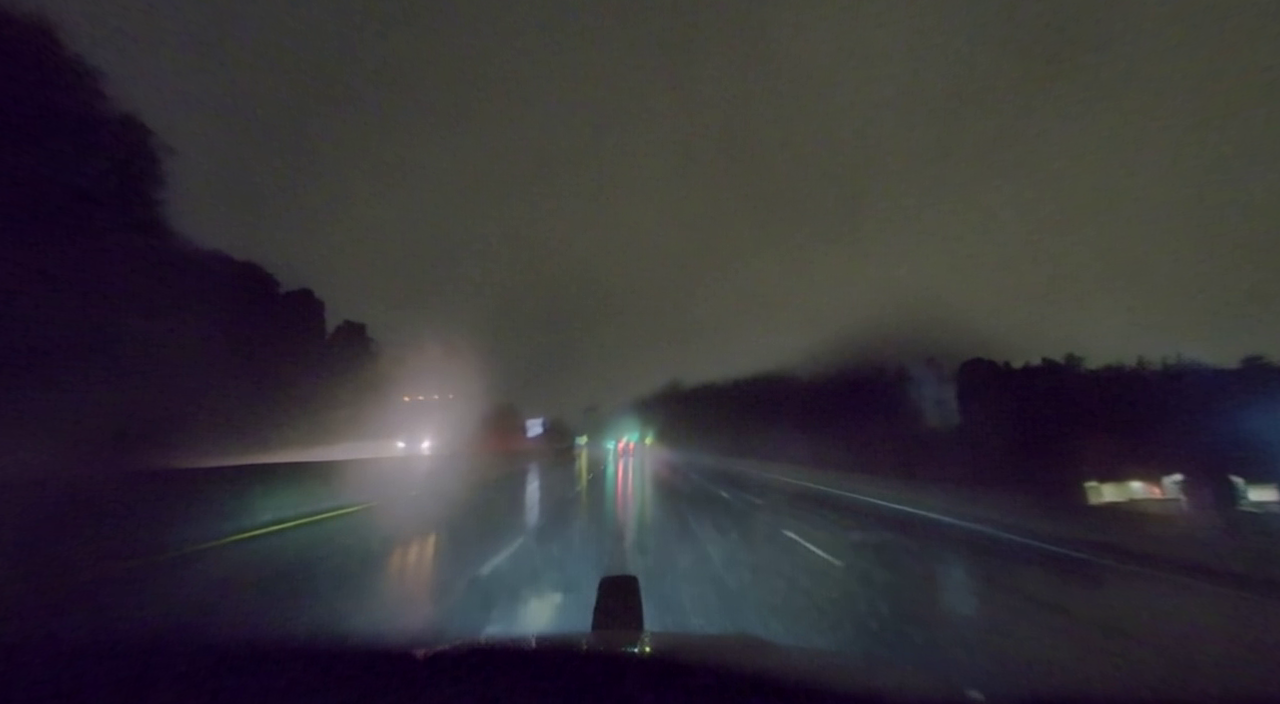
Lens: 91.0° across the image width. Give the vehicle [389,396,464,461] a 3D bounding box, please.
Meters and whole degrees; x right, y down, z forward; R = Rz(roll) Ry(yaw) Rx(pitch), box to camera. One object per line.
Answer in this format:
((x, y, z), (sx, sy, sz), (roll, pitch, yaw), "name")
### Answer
((-15.288, 5.596, 45.612), (3.338, 4.291, 6.206), (0, -8, -2), "vehicle")
